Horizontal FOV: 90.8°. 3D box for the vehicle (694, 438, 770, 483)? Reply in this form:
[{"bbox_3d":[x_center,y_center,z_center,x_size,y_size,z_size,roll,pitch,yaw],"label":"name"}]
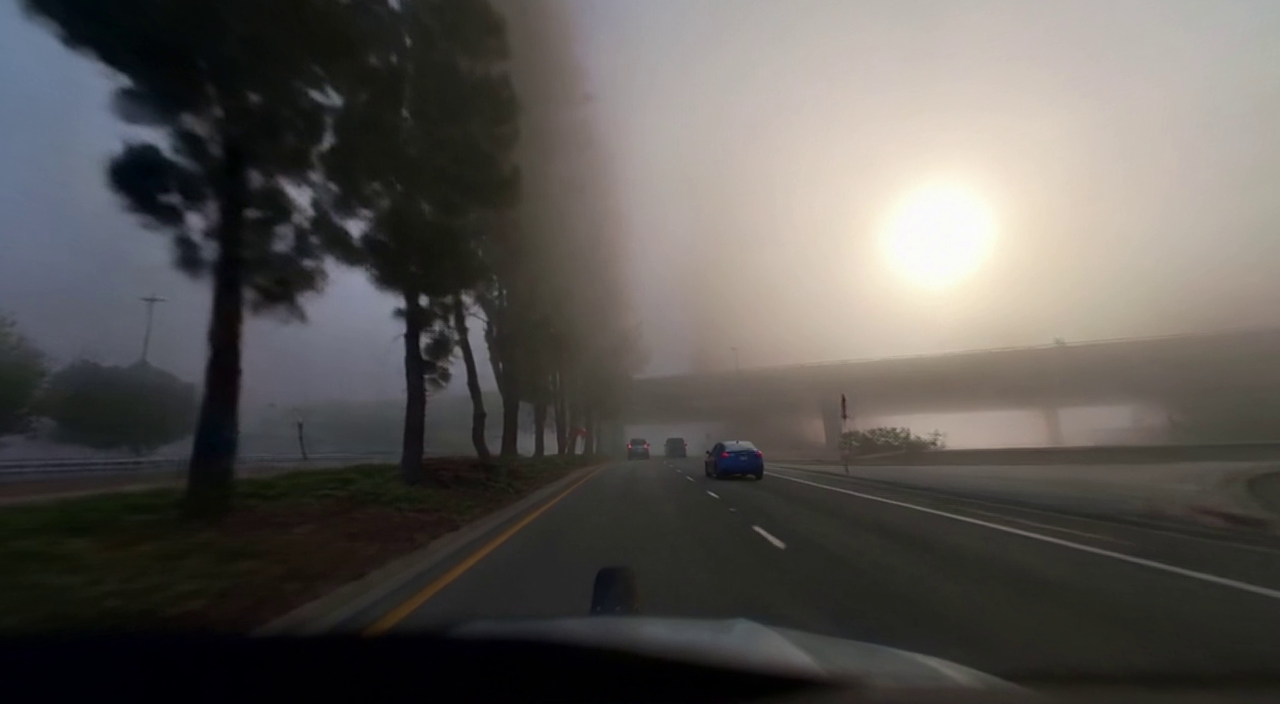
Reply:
[{"bbox_3d":[3.303,3.987,23.520,2.062,1.484,4.332,0,-8,-1],"label":"vehicle"}]
